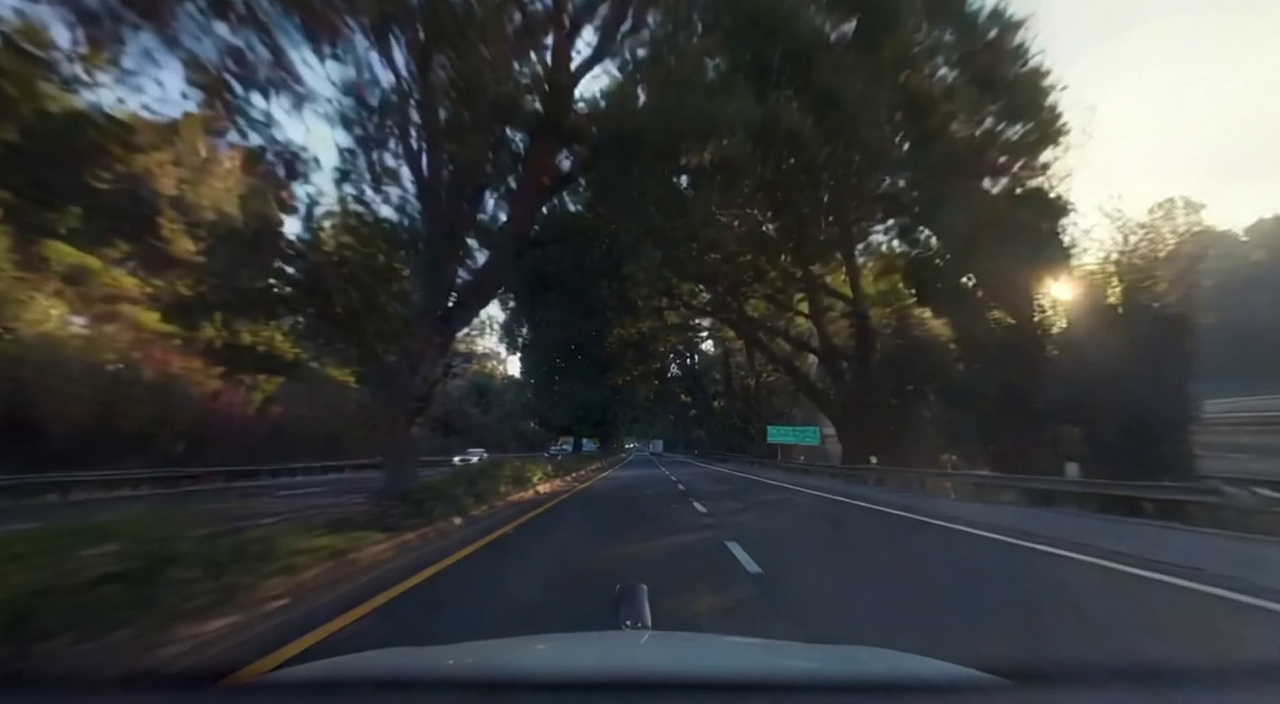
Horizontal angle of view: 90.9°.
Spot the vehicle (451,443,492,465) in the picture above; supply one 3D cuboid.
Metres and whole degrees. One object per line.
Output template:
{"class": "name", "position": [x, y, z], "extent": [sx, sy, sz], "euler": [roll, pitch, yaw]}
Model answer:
{"class": "vehicle", "position": [-12.908, 7.866, 48.620], "extent": [1.966, 1.628, 4.185], "euler": [0, -9, 0]}
